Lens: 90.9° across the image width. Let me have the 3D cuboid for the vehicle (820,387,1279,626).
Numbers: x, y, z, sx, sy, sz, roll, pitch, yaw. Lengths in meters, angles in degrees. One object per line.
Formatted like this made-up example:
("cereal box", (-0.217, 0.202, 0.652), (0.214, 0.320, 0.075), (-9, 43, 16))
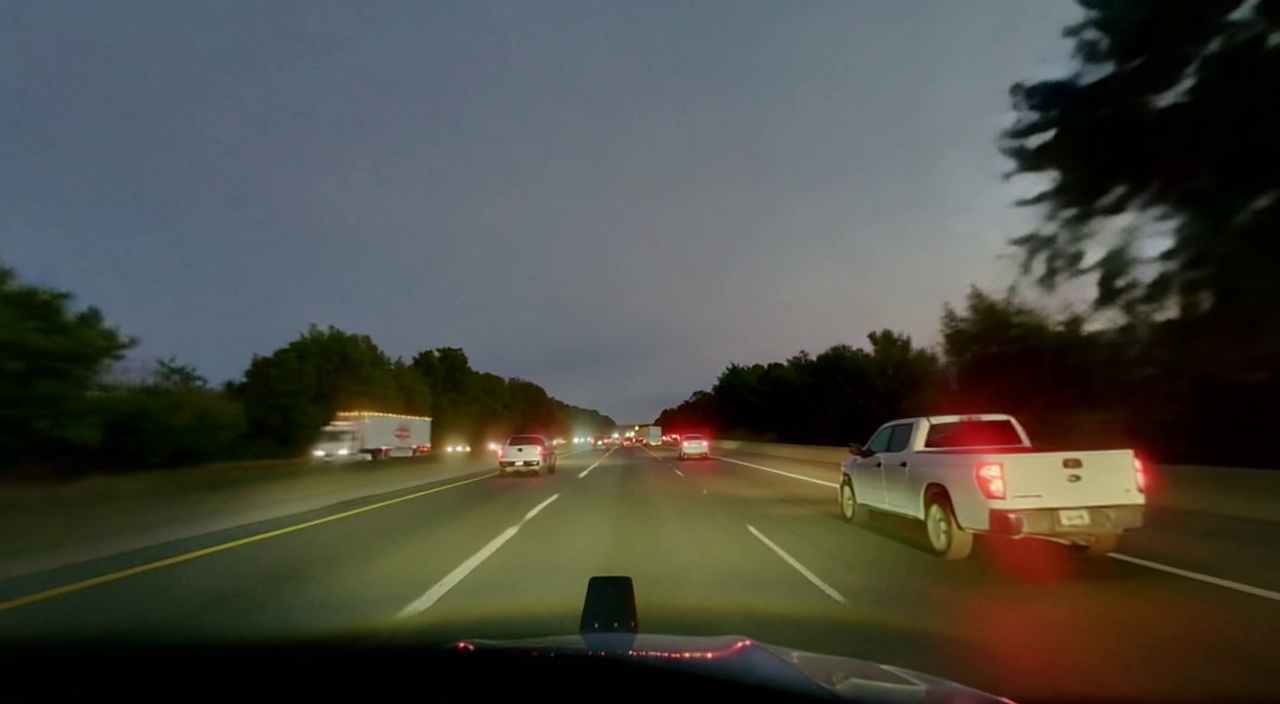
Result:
("vehicle", (3.672, 1.379, 6.790), (1.949, 1.639, 4.748), (0, -8, -1))

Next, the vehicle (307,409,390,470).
("vehicle", (-19.989, 6.042, 43.702), (2.967, 3.876, 5.923), (0, -8, -2))

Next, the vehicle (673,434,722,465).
("vehicle", (2.836, 4.894, 31.912), (1.990, 1.480, 3.865), (0, -8, -2))

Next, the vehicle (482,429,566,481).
("vehicle", (-3.878, 3.532, 22.027), (2.011, 1.614, 4.808), (0, -8, 0))
